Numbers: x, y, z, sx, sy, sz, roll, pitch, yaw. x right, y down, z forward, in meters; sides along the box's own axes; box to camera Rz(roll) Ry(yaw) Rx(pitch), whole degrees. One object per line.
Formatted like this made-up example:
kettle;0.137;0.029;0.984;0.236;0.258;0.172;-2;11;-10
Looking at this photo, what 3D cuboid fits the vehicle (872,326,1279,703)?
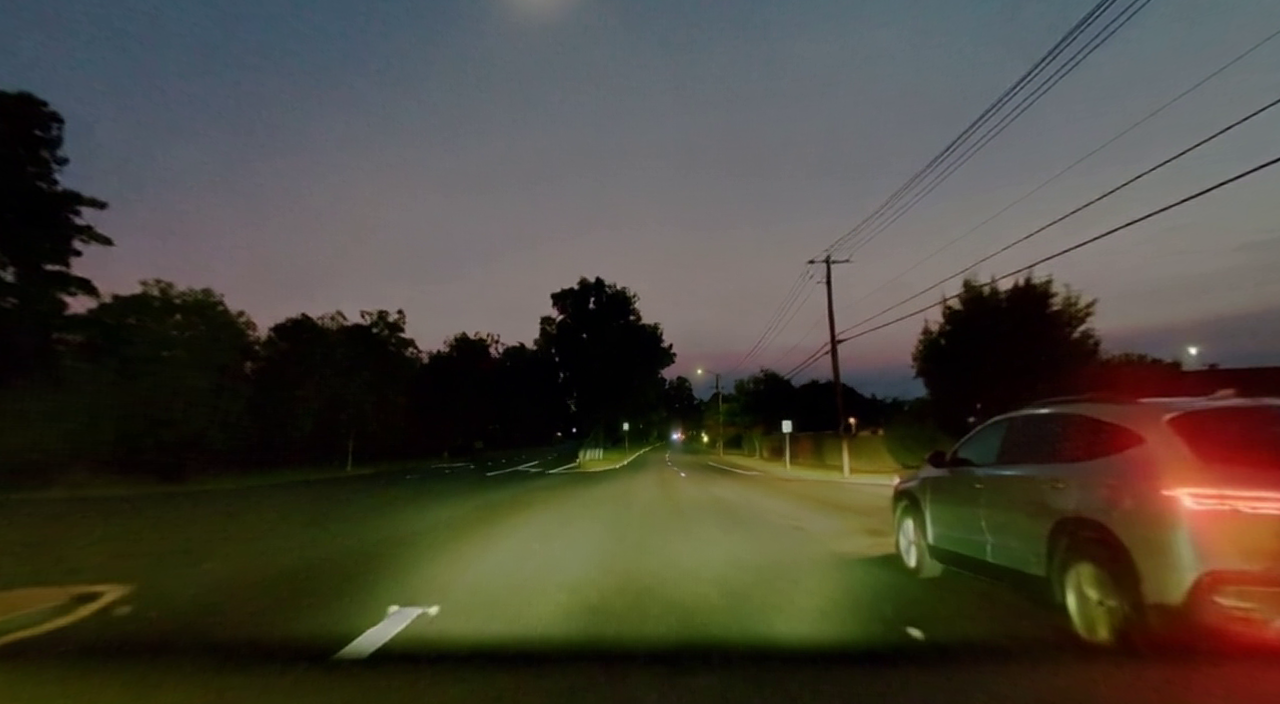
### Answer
vehicle;3.812;1.120;4.906;2.193;1.777;4.772;0;-9;0
